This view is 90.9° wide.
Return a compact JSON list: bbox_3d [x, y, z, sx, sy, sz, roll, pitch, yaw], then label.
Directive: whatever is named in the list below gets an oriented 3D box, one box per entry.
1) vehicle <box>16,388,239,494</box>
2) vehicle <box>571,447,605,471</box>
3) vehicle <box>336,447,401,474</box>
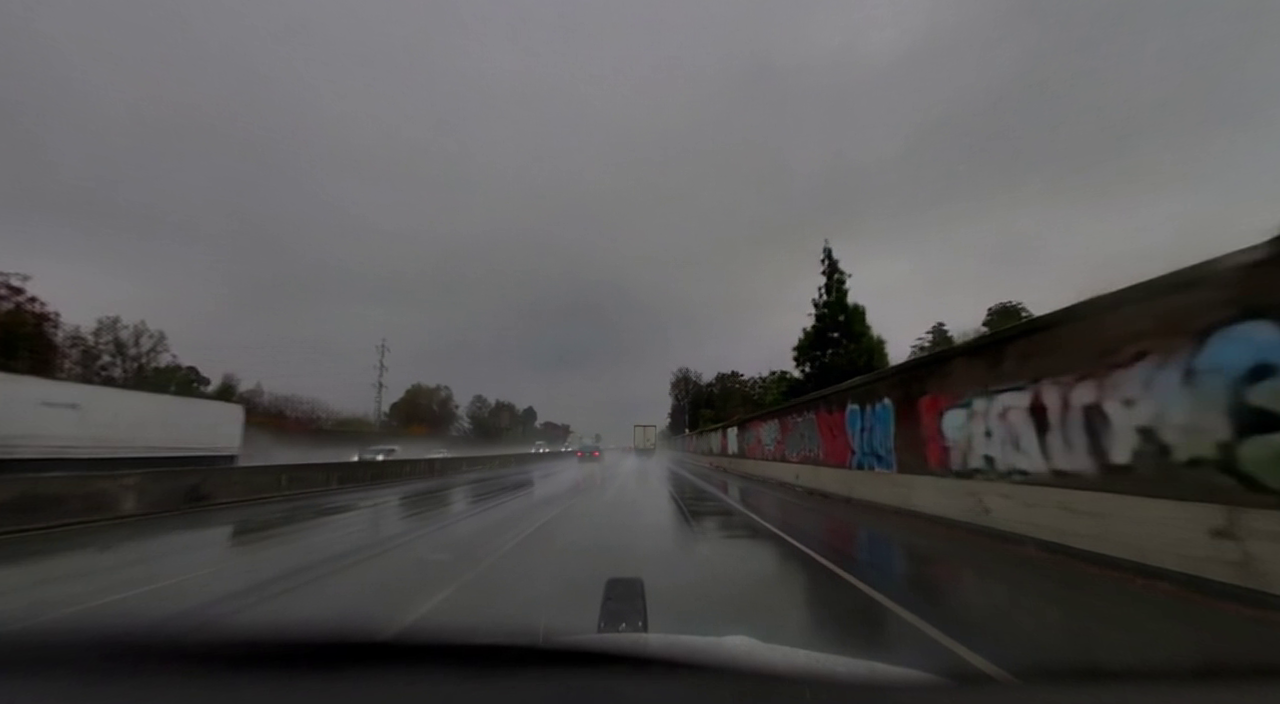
[{"bbox_3d":[-22.075,4.008,28.095,2.850,4.006,8.213,0,-9,0],"label":"vehicle"},{"bbox_3d":[-3.287,6.854,40.529,1.803,1.466,4.509,0,-9,0],"label":"vehicle"},{"bbox_3d":[-17.998,7.186,42.063,1.980,1.638,5.194,0,-9,0],"label":"vehicle"}]
